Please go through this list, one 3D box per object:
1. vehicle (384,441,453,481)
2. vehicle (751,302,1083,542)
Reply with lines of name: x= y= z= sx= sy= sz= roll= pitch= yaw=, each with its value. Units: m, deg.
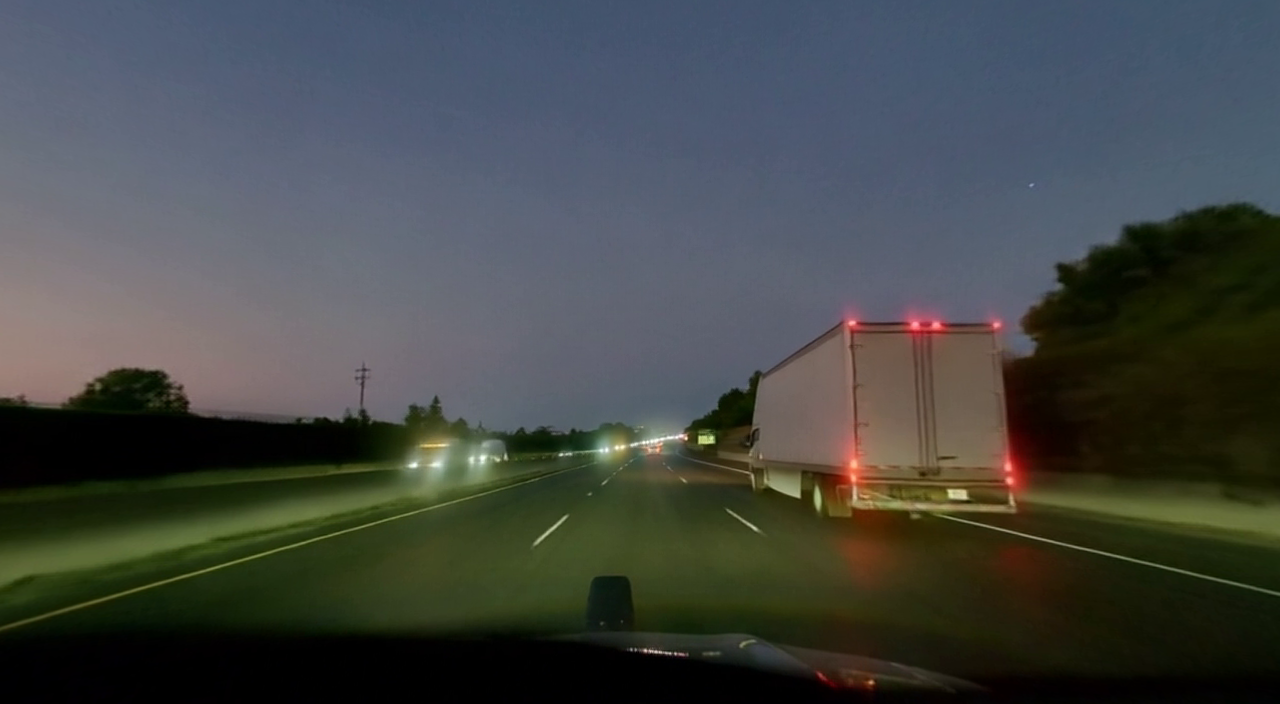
vehicle: x=-14.511 y=7.181 z=41.758 sx=2.265 sy=2.400 sz=6.009 roll=0 pitch=-9 yaw=1
vehicle: x=4.509 y=1.565 z=12.788 sx=2.771 sy=3.313 sz=8.121 roll=0 pitch=-9 yaw=-2
